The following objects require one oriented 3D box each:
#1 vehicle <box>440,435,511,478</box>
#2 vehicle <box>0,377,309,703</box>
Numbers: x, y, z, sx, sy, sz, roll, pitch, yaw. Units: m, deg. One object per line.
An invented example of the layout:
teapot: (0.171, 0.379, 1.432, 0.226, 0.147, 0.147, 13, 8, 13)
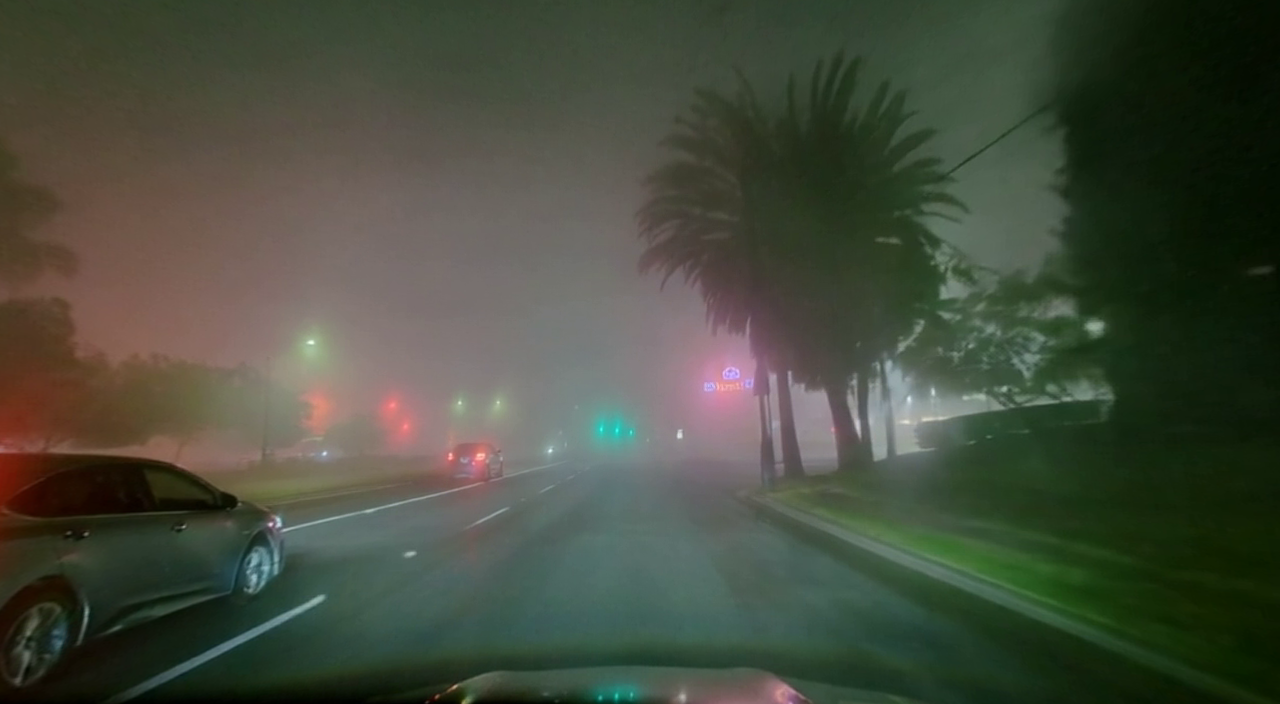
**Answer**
vehicle: (-7.549, 4.848, 29.390, 2.136, 1.844, 4.363, 0, -9, 0)
vehicle: (-4.163, 1.066, 3.807, 2.041, 1.666, 4.182, 0, -9, -1)
